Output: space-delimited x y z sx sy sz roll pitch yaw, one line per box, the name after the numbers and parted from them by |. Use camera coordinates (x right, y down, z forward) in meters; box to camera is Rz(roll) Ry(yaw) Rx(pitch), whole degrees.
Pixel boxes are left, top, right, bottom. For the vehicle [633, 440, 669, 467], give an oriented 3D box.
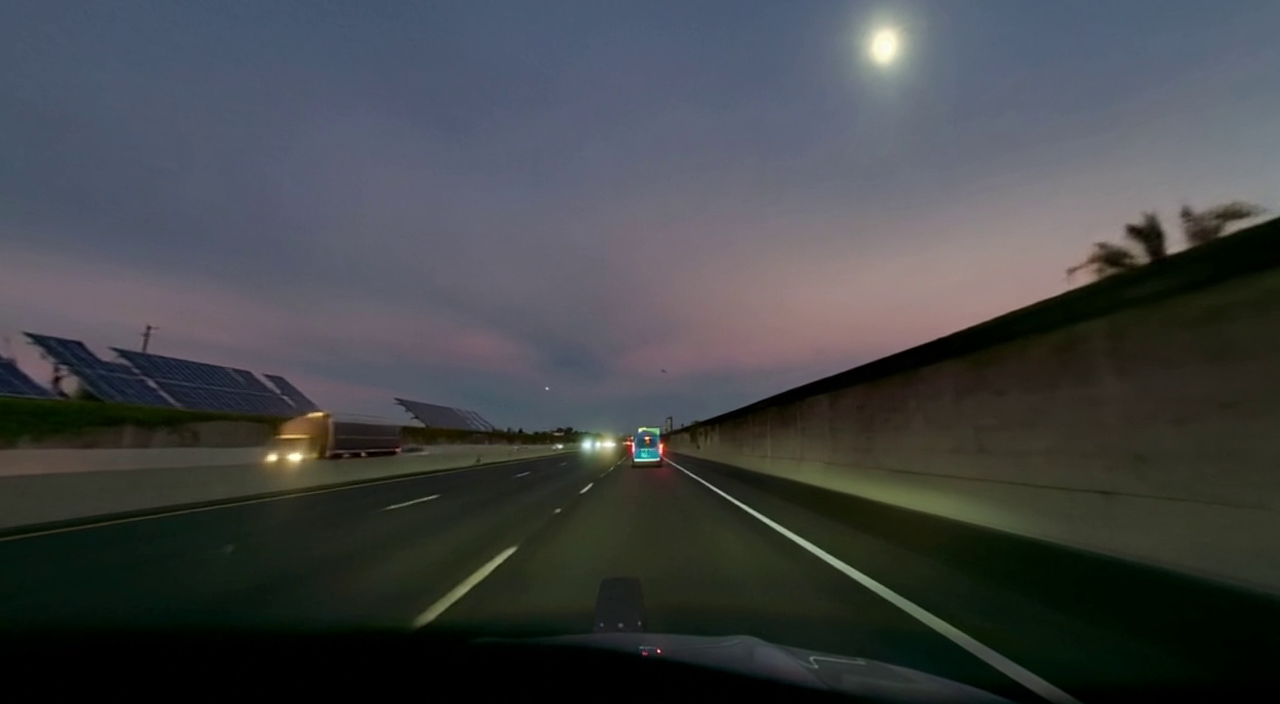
0.607 5.916 36.813 1.997 1.484 3.409 0 -8 0 | vehicle
